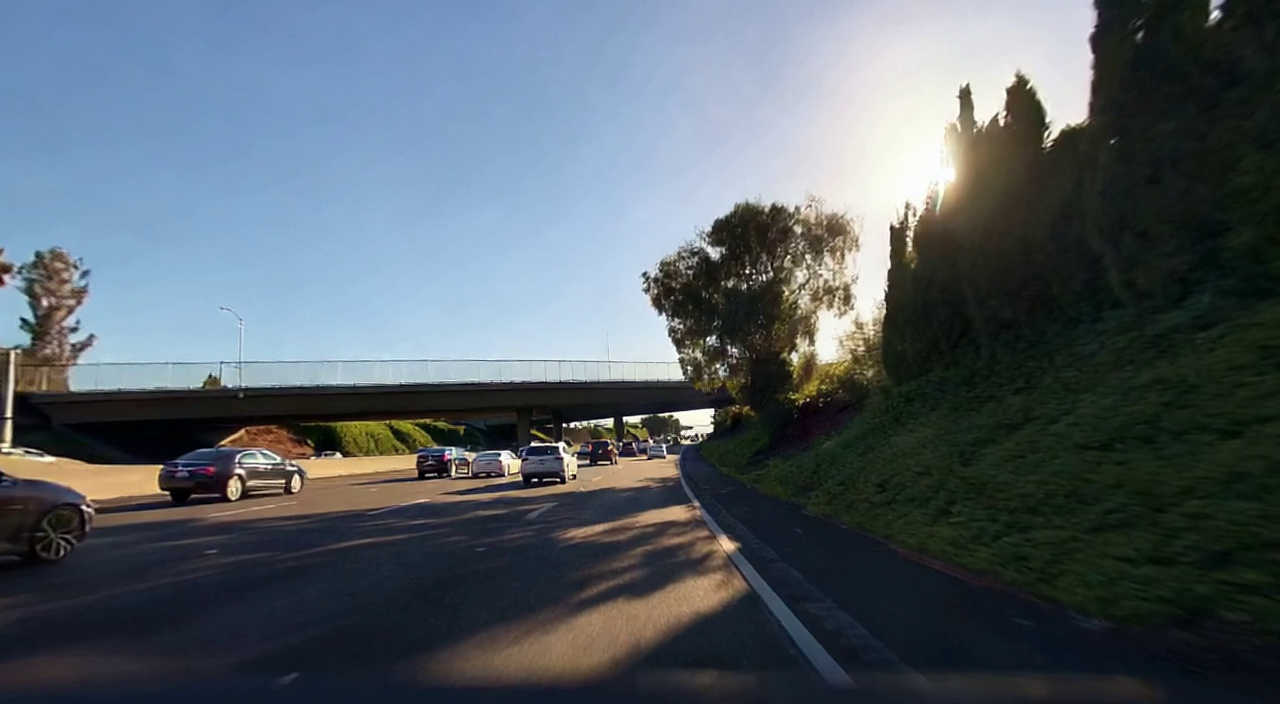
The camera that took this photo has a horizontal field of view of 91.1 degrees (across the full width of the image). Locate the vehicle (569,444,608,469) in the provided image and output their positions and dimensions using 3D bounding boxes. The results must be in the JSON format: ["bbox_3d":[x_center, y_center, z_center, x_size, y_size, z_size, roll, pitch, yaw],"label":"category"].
[{"bbox_3d":[-3.199,6.617,39.874,1.997,1.490,4.471,0,-8,2],"label":"vehicle"}]

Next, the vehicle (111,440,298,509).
[{"bbox_3d":[-11.645,3.251,17.259,1.954,1.640,4.339,0,-8,1],"label":"vehicle"}]

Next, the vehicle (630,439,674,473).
[{"bbox_3d":[0.651,5.433,33.140,2.160,1.678,4.178,0,-8,2],"label":"vehicle"}]

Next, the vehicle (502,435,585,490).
[{"bbox_3d":[-3.303,3.886,22.470,2.161,1.759,4.482,0,-8,2],"label":"vehicle"}]
